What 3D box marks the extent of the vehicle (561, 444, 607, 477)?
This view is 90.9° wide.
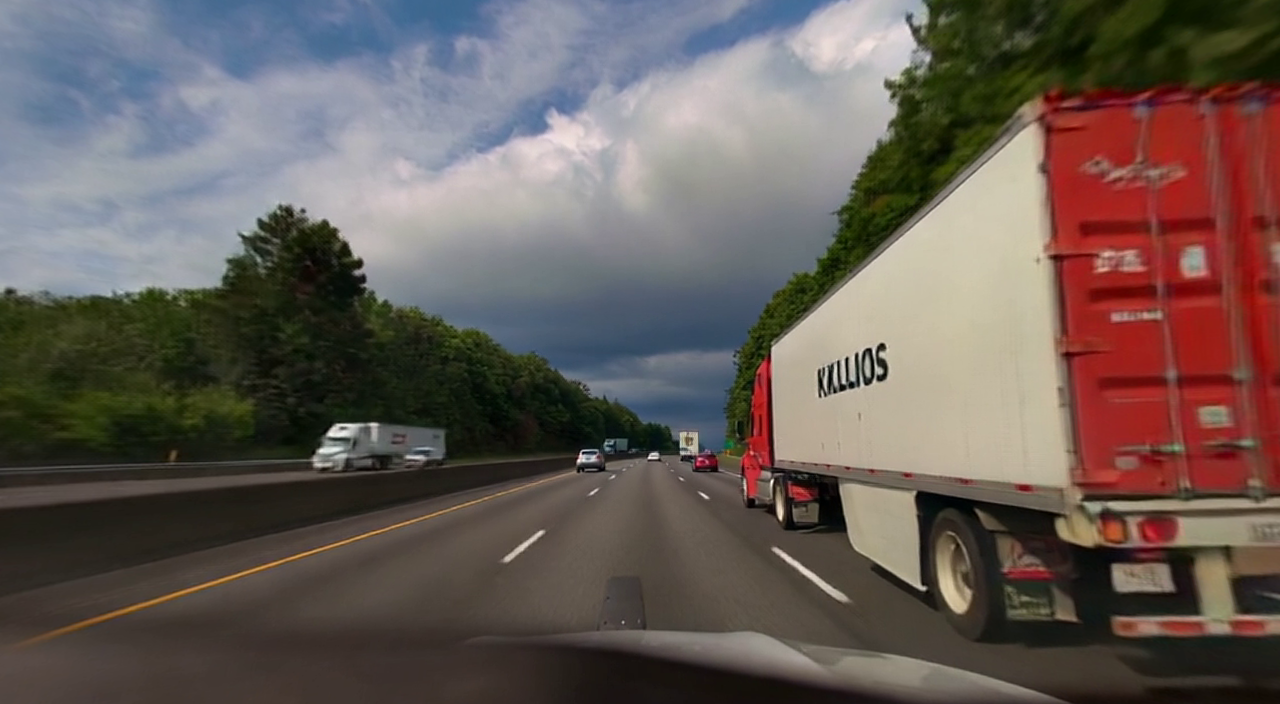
[{"bbox_3d":[-2.981,5.900,34.390,2.017,1.683,4.309,0,-9,1],"label":"vehicle"}]

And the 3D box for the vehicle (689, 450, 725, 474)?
[{"bbox_3d":[4.796,7.904,45.349,2.176,1.598,3.878,0,-9,0],"label":"vehicle"}]

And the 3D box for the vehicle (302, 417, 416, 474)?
[{"bbox_3d":[-19.865,6.846,45.711,2.915,3.605,11.295,0,-9,1],"label":"vehicle"}]

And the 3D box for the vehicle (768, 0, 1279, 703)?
[{"bbox_3d":[4.358,0.748,8.738,2.914,3.998,11.103,0,-9,1],"label":"vehicle"}]
